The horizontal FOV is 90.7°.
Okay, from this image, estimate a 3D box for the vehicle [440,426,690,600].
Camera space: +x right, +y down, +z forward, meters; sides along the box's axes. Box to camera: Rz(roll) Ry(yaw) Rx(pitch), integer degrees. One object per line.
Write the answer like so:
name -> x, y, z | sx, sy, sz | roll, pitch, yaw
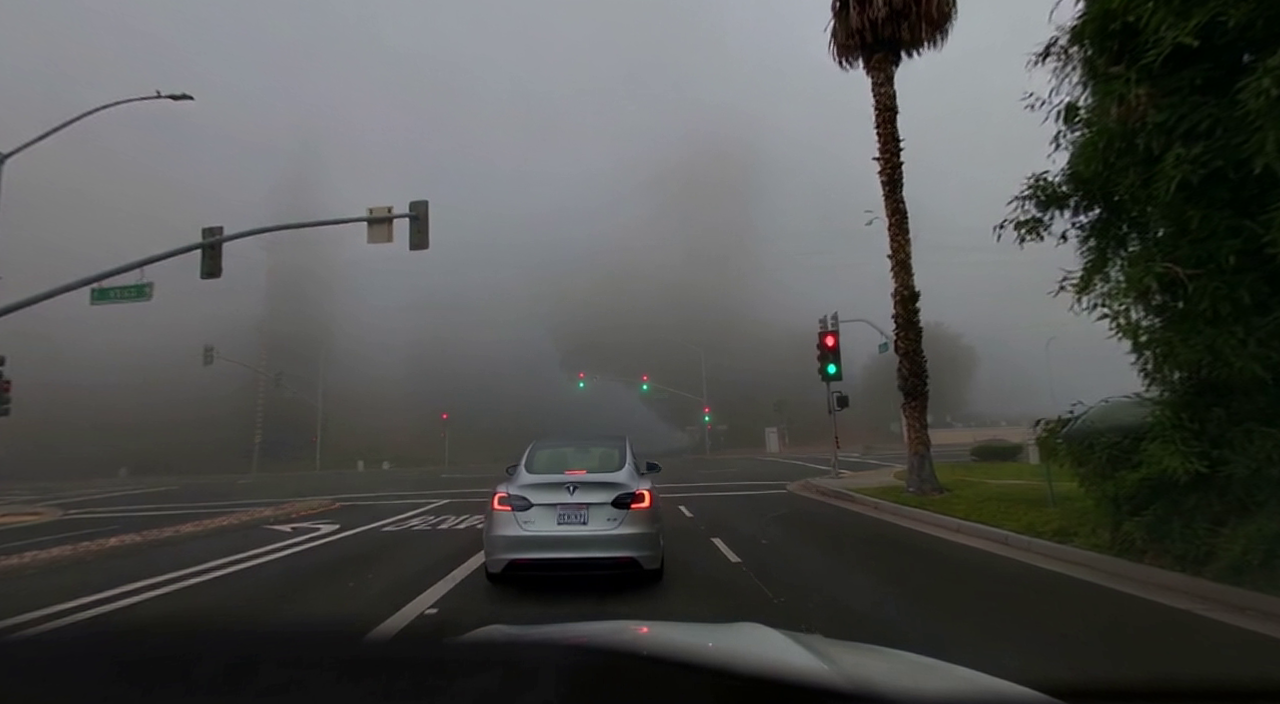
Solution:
vehicle -> -0.690, 1.708, 7.655 | 2.152, 1.478, 4.229 | 0, -8, -1
